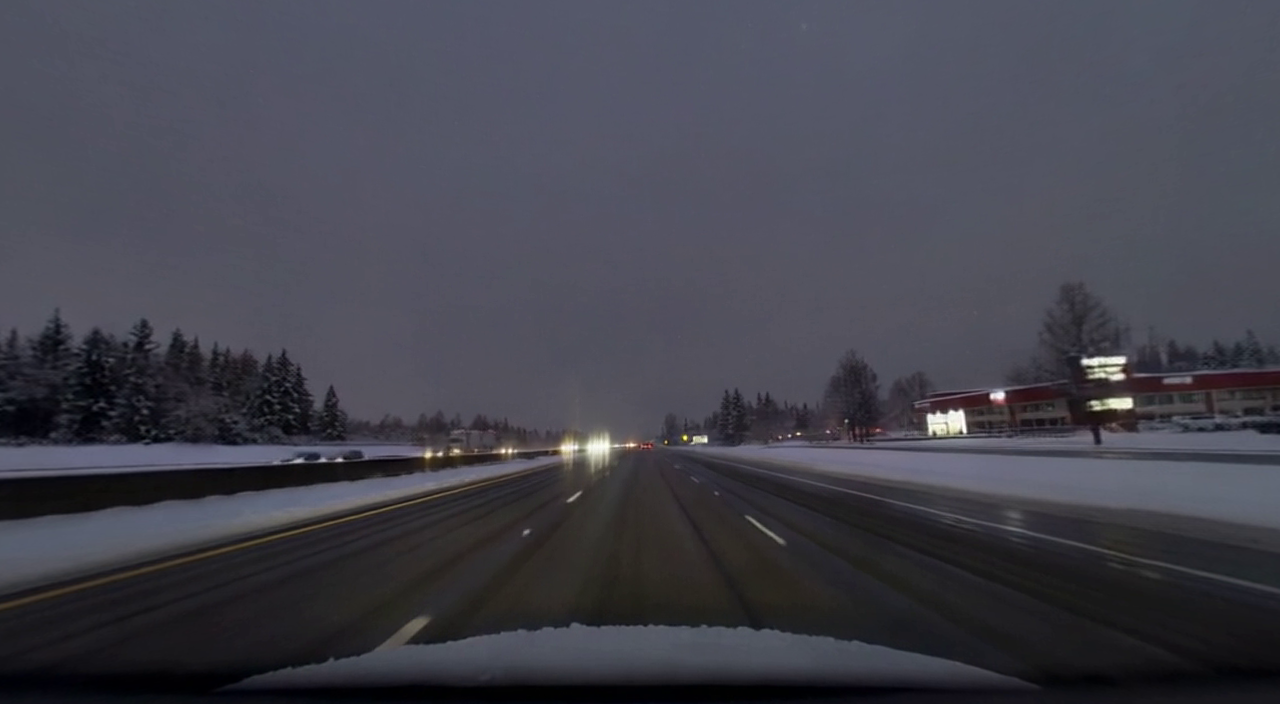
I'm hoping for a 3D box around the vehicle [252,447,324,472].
[{"bbox_3d":[-22.953,6.988,41.338,1.908,1.481,4.806,0,-8,1],"label":"vehicle"}]
